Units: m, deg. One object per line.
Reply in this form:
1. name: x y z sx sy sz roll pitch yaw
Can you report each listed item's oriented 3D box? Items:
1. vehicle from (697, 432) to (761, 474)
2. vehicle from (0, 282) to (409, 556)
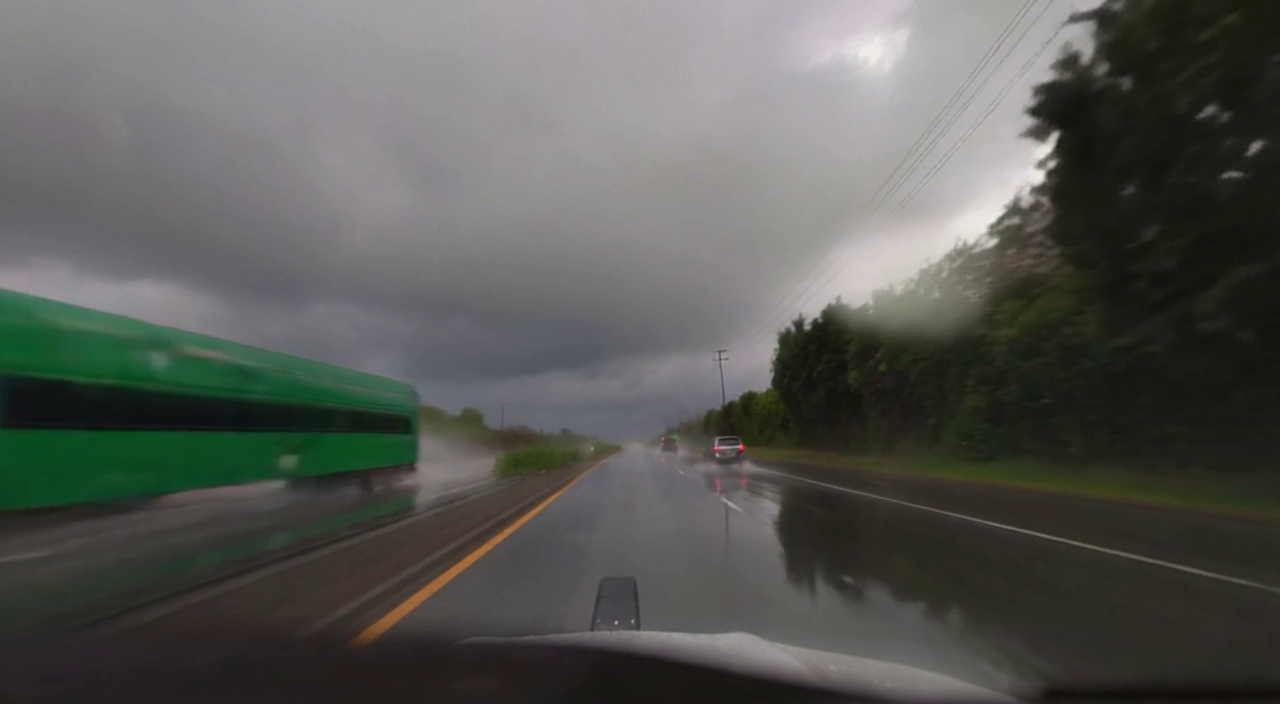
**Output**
1. vehicle: 3.605 4.211 26.424 1.977 1.581 4.428 -1 -8 -1
2. vehicle: -11.105 2.127 17.560 3.267 4.085 16.559 -1 -8 -1
